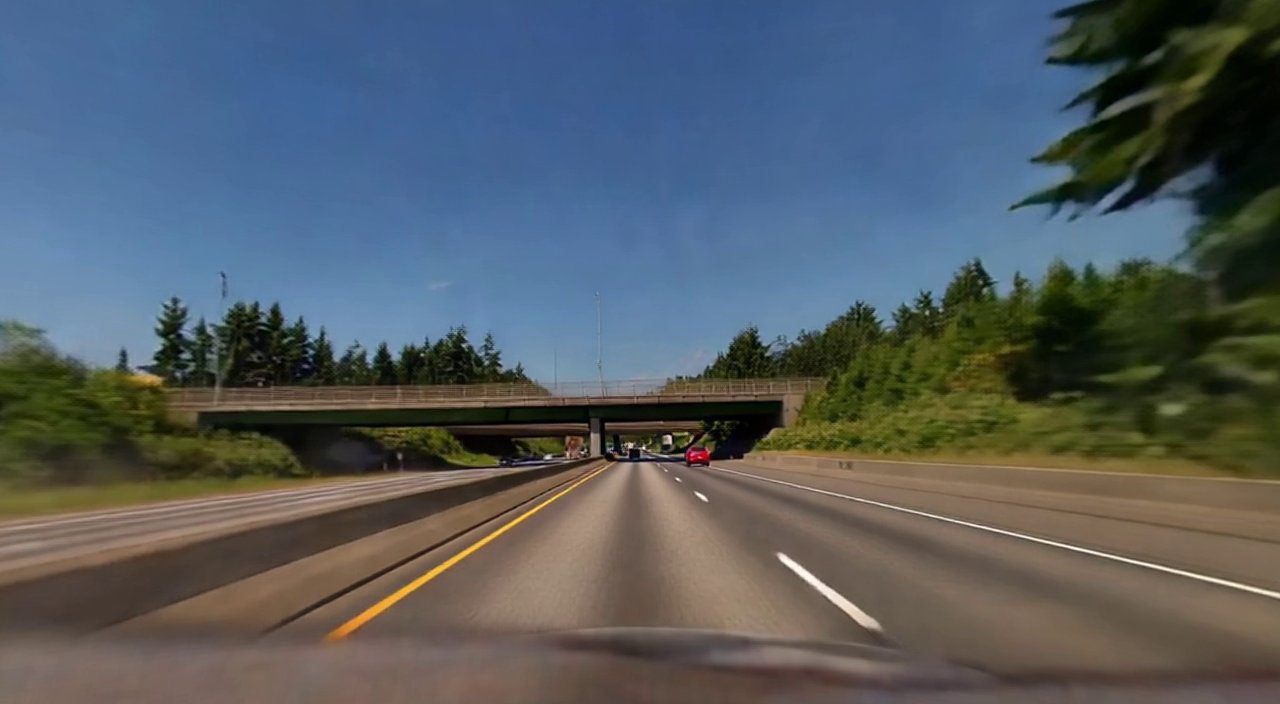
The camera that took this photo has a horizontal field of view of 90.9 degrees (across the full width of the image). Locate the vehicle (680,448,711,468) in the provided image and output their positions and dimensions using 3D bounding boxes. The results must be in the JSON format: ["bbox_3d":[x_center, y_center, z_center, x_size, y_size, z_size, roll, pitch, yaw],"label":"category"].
[{"bbox_3d":[4.335,8.328,49.704,1.987,1.473,4.244,0,-9,0],"label":"vehicle"}]
